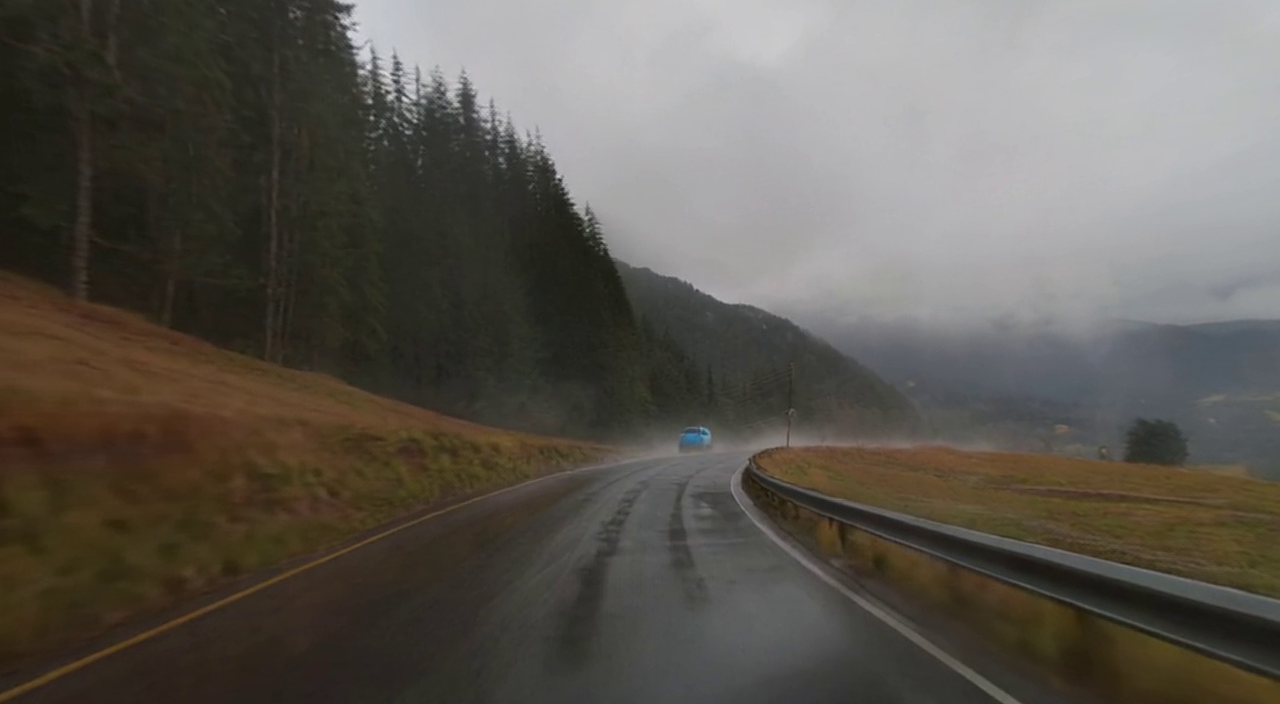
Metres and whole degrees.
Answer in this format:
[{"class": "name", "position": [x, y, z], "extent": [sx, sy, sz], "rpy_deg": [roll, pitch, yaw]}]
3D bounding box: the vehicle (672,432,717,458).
[{"class": "vehicle", "position": [4.047, 6.784, 46.041], "extent": [2.251, 1.799, 4.776], "rpy_deg": [-3, -9, 17]}]
